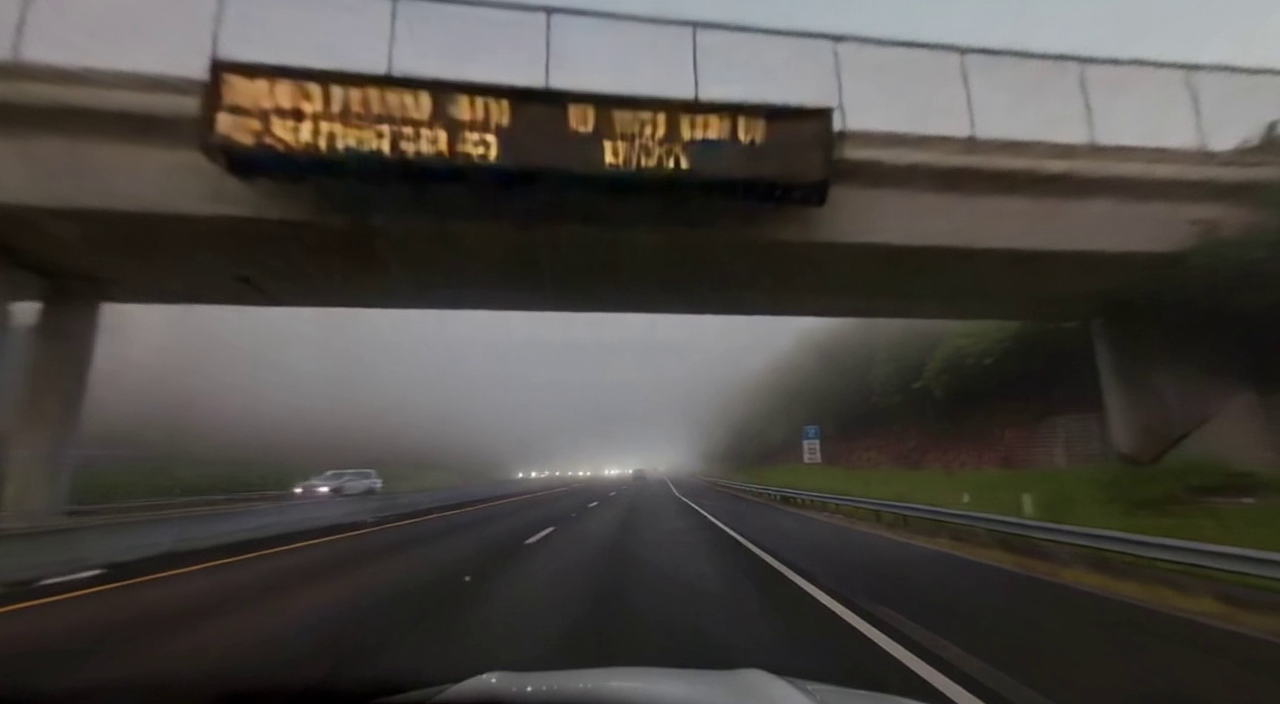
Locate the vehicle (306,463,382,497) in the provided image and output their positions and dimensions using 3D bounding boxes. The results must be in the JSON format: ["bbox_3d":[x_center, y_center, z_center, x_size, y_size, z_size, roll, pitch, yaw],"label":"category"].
[{"bbox_3d":[-14.441,6.269,30.979,1.948,1.494,3.477,1,-11,1],"label":"vehicle"}]
